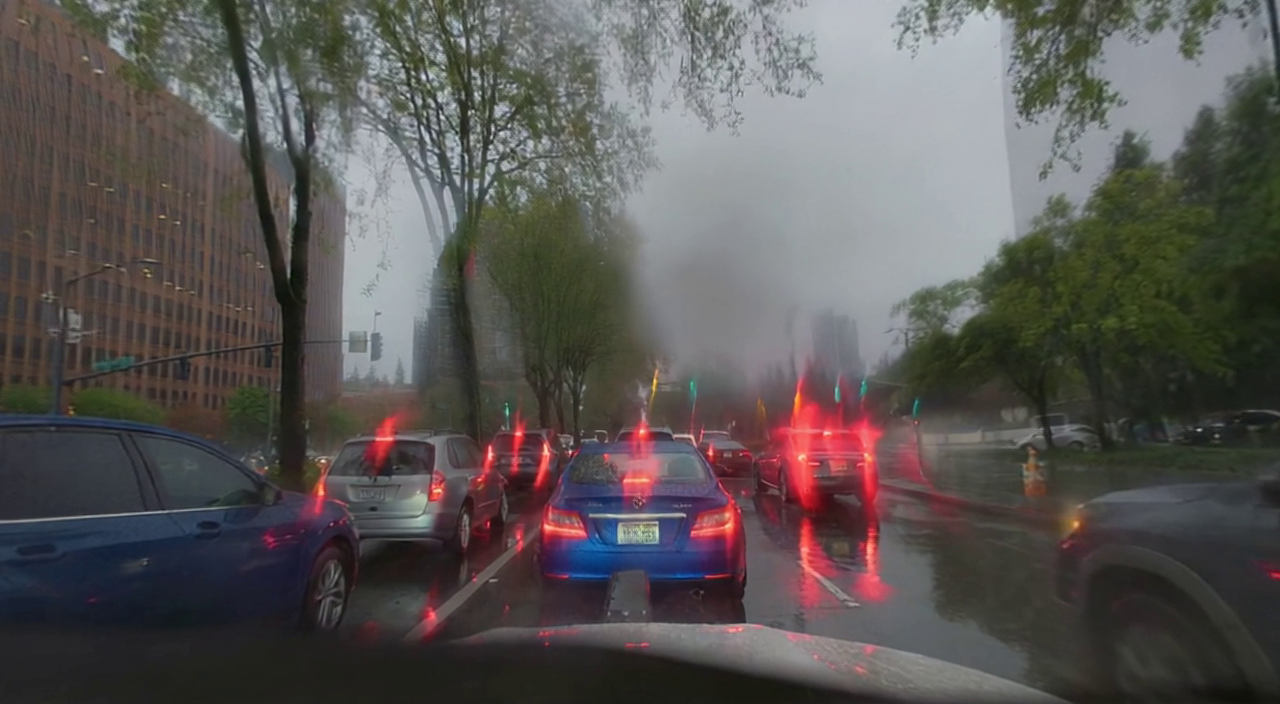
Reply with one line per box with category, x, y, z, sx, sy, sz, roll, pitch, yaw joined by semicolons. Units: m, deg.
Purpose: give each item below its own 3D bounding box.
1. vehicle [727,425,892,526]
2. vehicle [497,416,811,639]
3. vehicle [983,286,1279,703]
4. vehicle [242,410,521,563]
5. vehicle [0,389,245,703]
vehicle;3.156;2.405;12.802;2.110;1.661;4.295;0;-8;0
vehicle;0.089;1.506;6.377;2.147;1.507;3.953;0;-8;0
vehicle;3.060;0.605;1.410;2.108;1.785;4.334;0;-9;0
vehicle;-3.372;1.868;9.494;2.168;1.719;4.561;-1;-9;1
vehicle;-3.388;0.748;1.234;2.144;1.505;4.635;-1;-9;1
